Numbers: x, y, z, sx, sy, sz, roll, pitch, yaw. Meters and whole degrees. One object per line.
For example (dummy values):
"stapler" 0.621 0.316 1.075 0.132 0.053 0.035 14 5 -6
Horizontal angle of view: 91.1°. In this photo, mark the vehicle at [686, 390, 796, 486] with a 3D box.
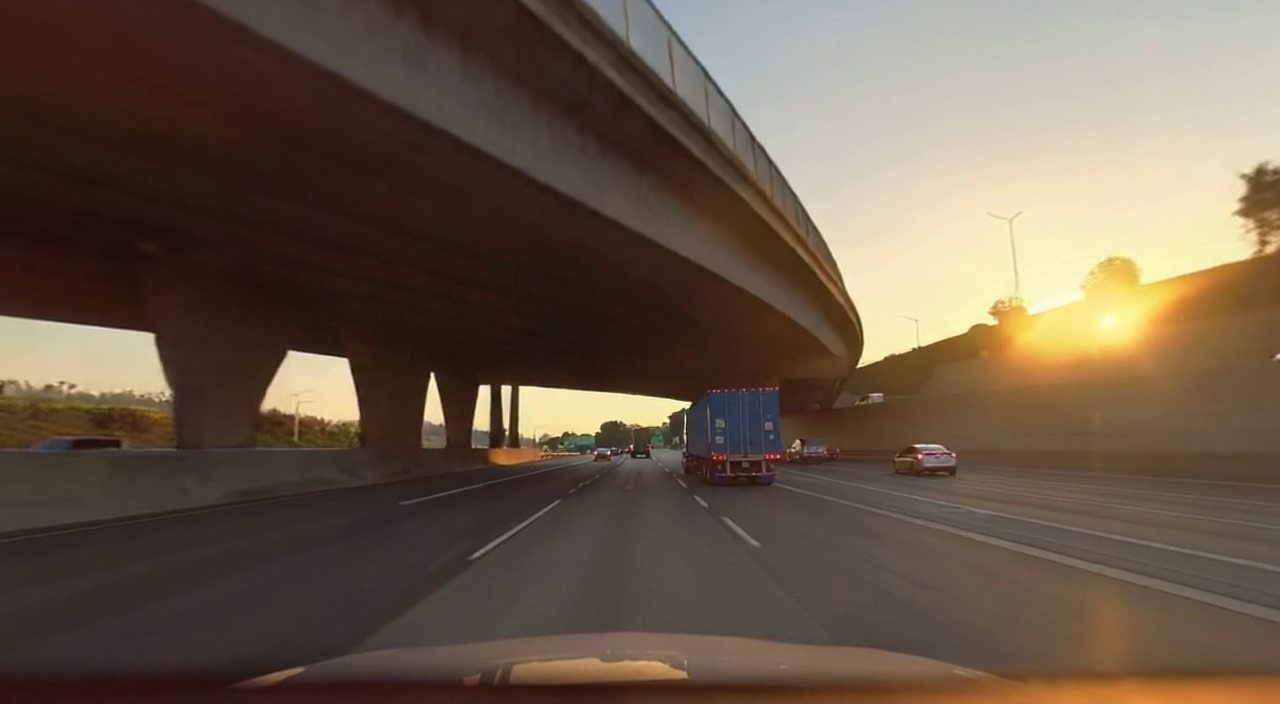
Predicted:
"vehicle" 3.969 3.885 27.767 3.049 3.395 10.595 0 -9 0

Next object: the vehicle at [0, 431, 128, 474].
"vehicle" -39.019 6.769 42.492 3.163 2.646 6.391 0 -9 0

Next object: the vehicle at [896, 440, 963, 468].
"vehicle" 17.480 6.231 38.125 2.021 1.549 4.322 1 -10 0
